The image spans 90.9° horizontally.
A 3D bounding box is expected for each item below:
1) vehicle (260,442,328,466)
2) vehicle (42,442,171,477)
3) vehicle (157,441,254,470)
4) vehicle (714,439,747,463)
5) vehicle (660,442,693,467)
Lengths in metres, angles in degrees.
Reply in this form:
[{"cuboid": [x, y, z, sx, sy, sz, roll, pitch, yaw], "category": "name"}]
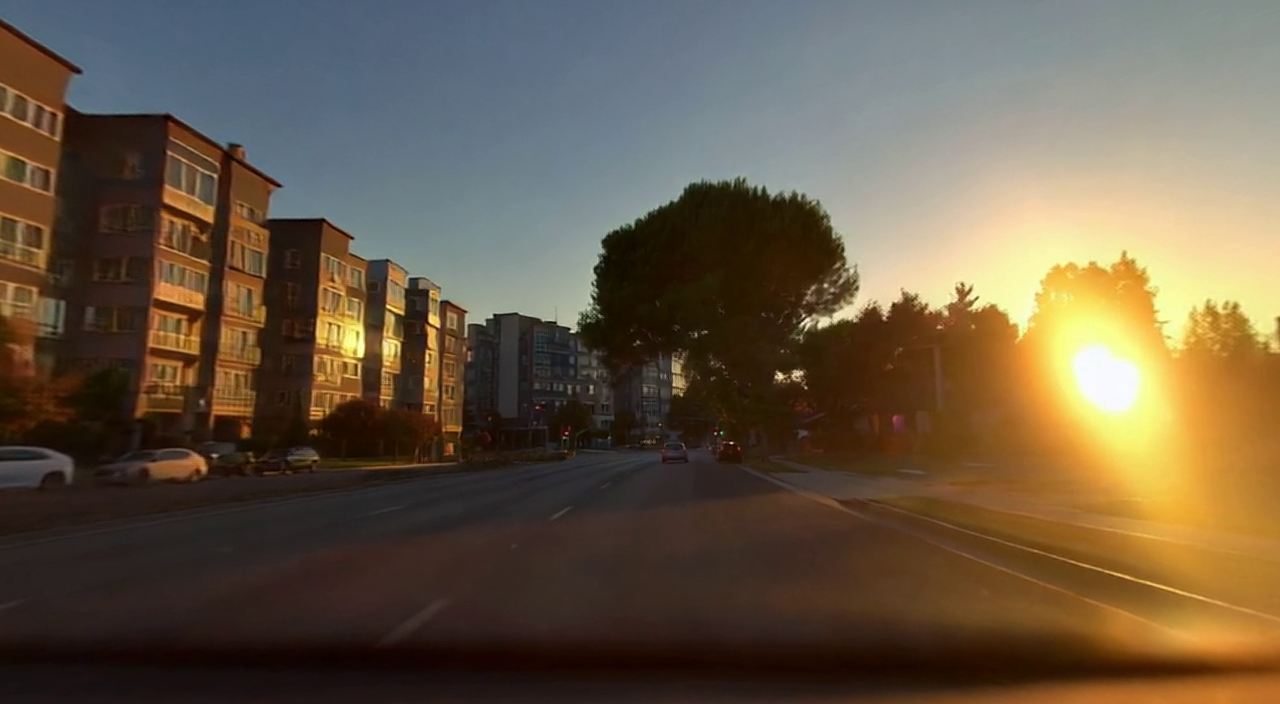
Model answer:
[{"cuboid": [-23.277, 6.843, 42.567, 1.841, 1.493, 4.335, -2, -9, 5], "category": "vehicle"}, {"cuboid": [-24.557, 4.940, 29.284, 1.772, 1.447, 4.582, -1, -8, 4], "category": "vehicle"}, {"cuboid": [-24.061, 5.756, 35.158, 1.814, 1.484, 4.474, -1, -8, 8], "category": "vehicle"}, {"cuboid": [6.688, 7.374, 47.126, 2.121, 1.659, 4.675, -1, -8, 5], "category": "vehicle"}, {"cuboid": [2.166, 6.121, 37.916, 1.871, 1.370, 4.206, -1, -8, 3], "category": "vehicle"}]
